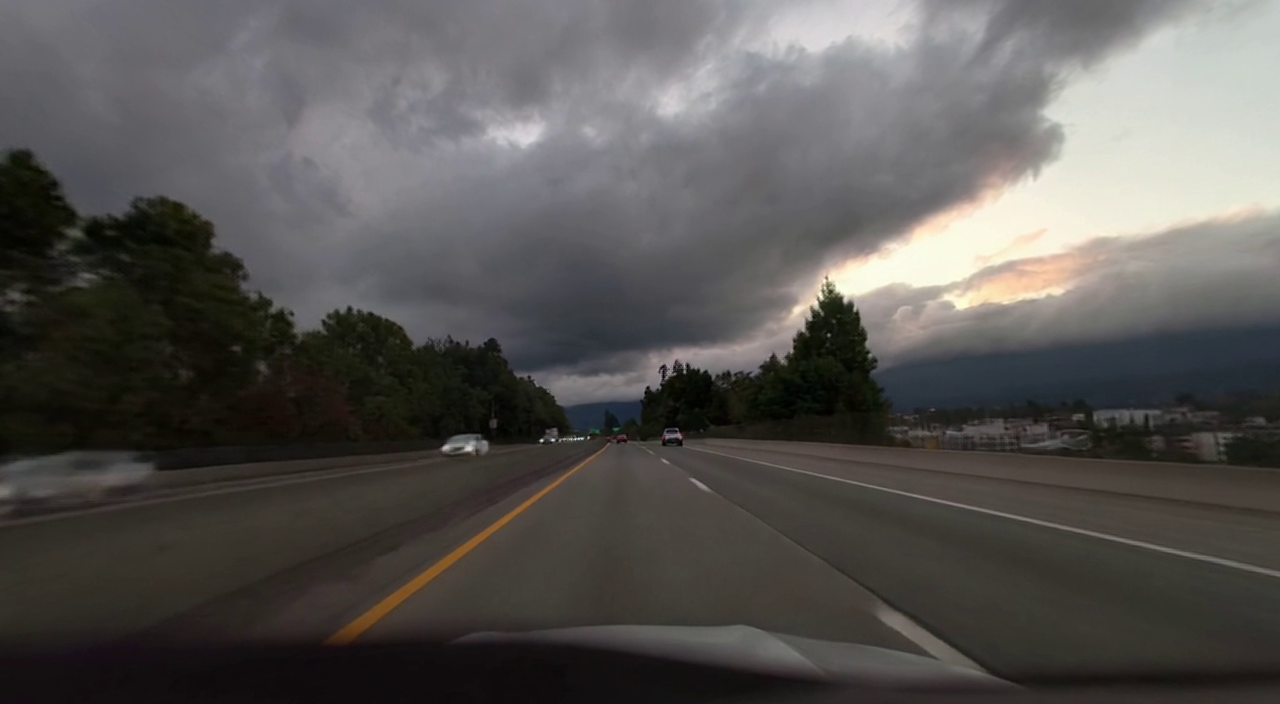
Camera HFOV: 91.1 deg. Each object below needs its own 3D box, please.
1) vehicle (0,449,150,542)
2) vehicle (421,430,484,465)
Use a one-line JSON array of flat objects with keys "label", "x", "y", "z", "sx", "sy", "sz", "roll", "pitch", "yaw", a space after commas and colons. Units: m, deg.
[{"label": "vehicle", "x": -14.086, "y": 3.104, "z": 14.172, "sx": 2.898, "sy": 1.726, "sz": 3.957, "roll": 0, "pitch": -8, "yaw": -1}, {"label": "vehicle", "x": -10.207, "y": 5.201, "z": 34.572, "sx": 2.268, "sy": 1.779, "sz": 4.159, "roll": 0, "pitch": -8, "yaw": -1}]
